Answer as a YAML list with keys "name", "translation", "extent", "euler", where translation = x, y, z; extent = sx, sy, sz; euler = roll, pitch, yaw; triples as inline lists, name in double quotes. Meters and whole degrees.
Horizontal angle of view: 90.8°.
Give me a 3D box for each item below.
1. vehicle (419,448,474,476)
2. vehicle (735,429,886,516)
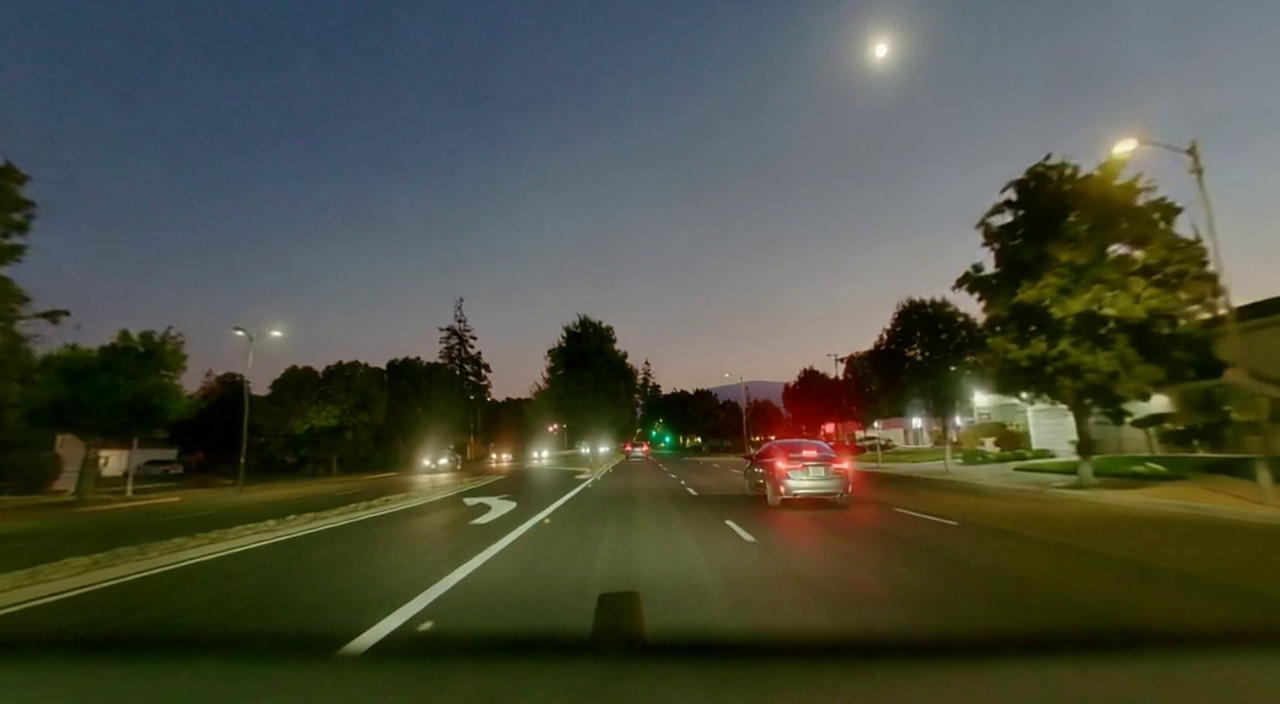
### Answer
- name: "vehicle"
  translation: [-12.481, 7.111, 41.094]
  extent: [2.044, 1.631, 4.777]
  euler: [0, -8, 0]
- name: "vehicle"
  translation: [3.578, 2.624, 14.313]
  extent: [1.995, 1.616, 4.729]
  euler: [0, -8, -1]
